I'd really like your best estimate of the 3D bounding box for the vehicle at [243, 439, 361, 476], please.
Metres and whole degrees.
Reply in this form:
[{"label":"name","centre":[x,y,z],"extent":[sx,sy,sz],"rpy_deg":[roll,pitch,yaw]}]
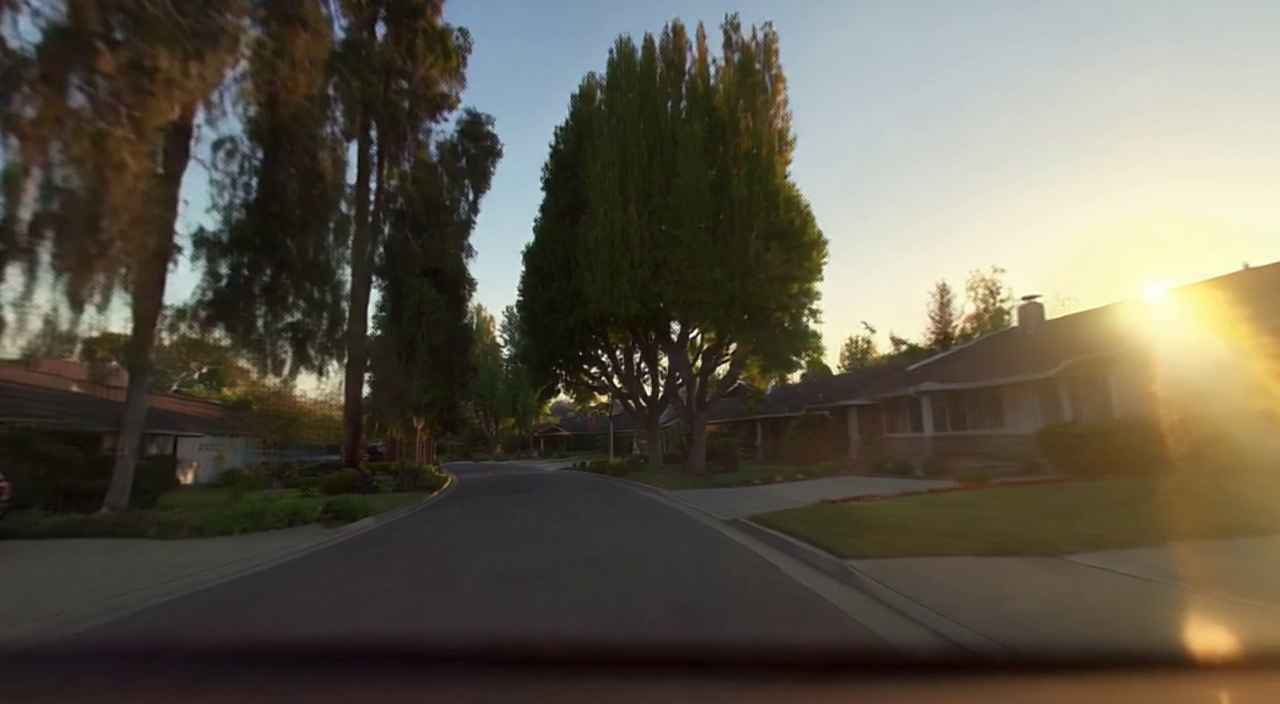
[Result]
[{"label":"vehicle","centre":[-15.942,4.999,29.983],"extent":[4.471,1.638,1.877],"rpy_deg":[2,-8,-11]}]
